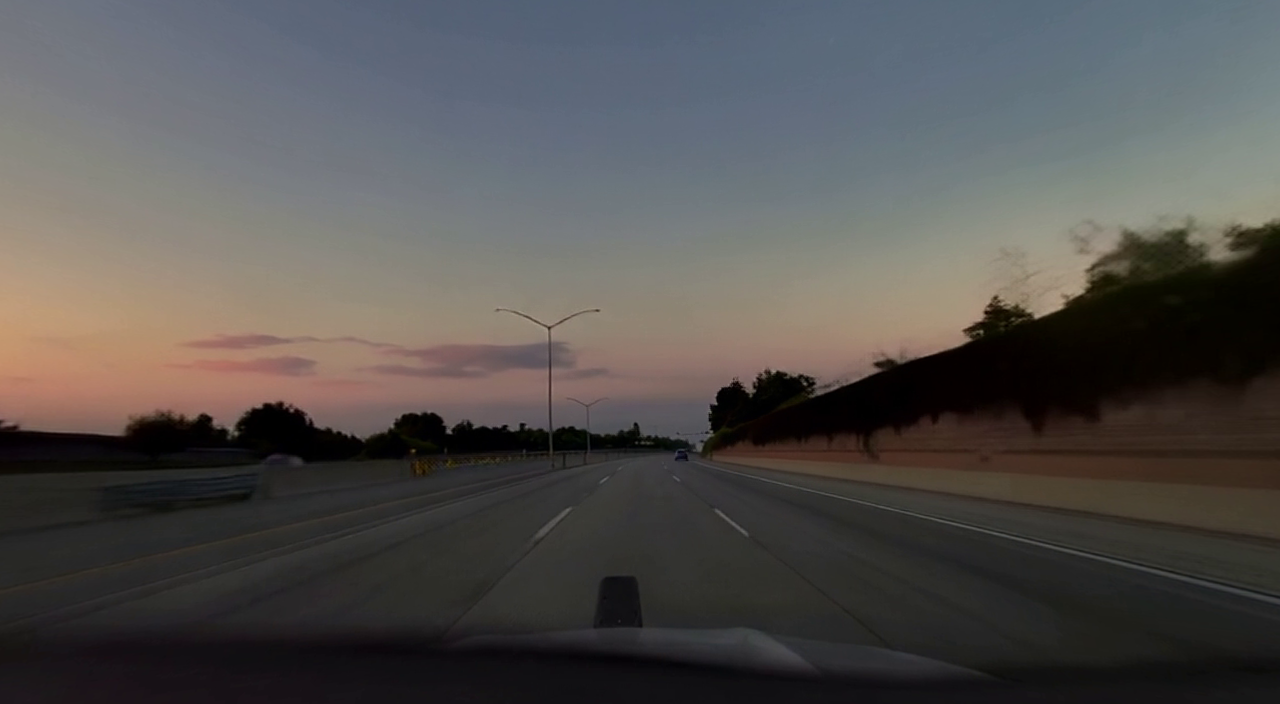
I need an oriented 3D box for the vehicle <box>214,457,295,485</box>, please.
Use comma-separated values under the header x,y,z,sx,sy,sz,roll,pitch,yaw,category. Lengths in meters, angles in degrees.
x,y,z,sx,sy,sz,roll,pitch,yaw,category
-22.953,7.084,37.666,1.908,1.474,4.674,-1,-9,0,vehicle
